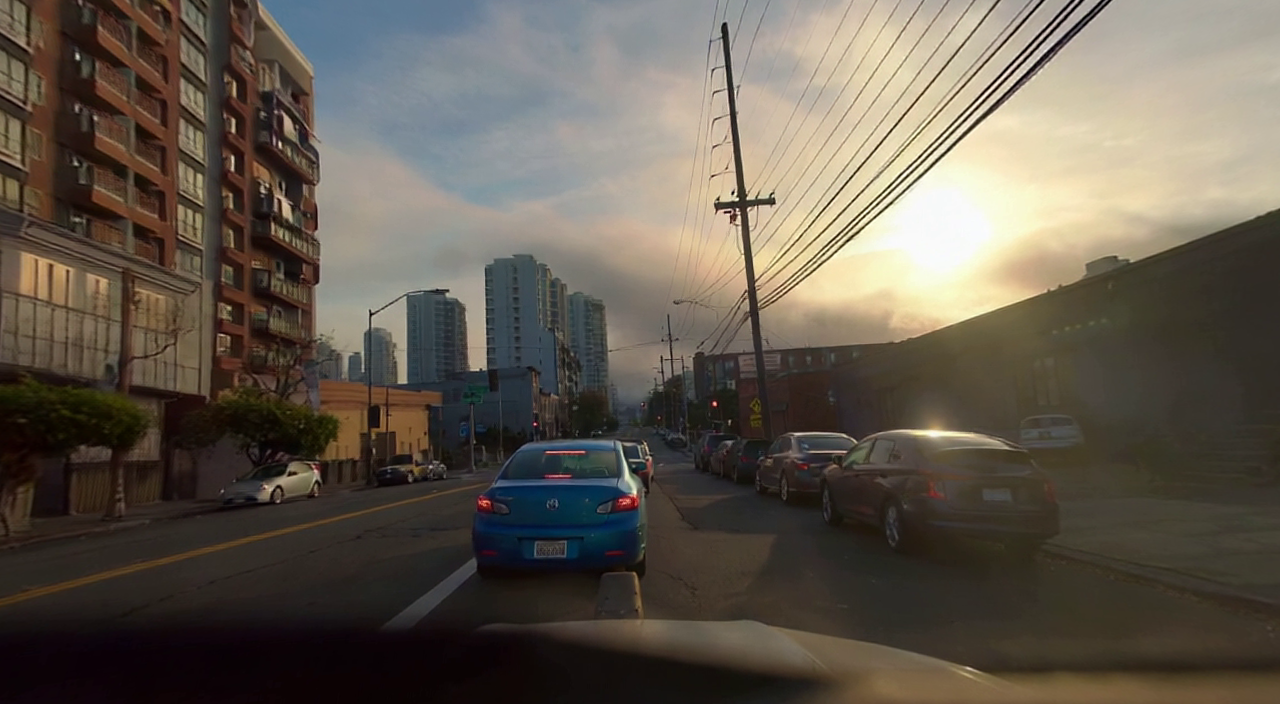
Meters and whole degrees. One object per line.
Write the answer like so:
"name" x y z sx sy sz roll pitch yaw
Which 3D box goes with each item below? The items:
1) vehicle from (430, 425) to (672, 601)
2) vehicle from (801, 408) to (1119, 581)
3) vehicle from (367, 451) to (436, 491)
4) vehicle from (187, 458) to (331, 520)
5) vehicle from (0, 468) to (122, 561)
"vehicle" -0.722 1.692 7.649 2.019 1.453 4.603 0 -8 1
"vehicle" 3.790 1.760 8.620 1.967 1.721 4.410 0 -8 -1
"vehicle" -11.939 5.932 31.931 2.011 1.687 4.079 -4 -8 -2
"vehicle" -11.853 4.241 20.044 1.868 1.491 4.367 -5 -9 0
"vehicle" -11.915 2.904 11.017 1.850 1.487 4.711 -3 -8 -1
